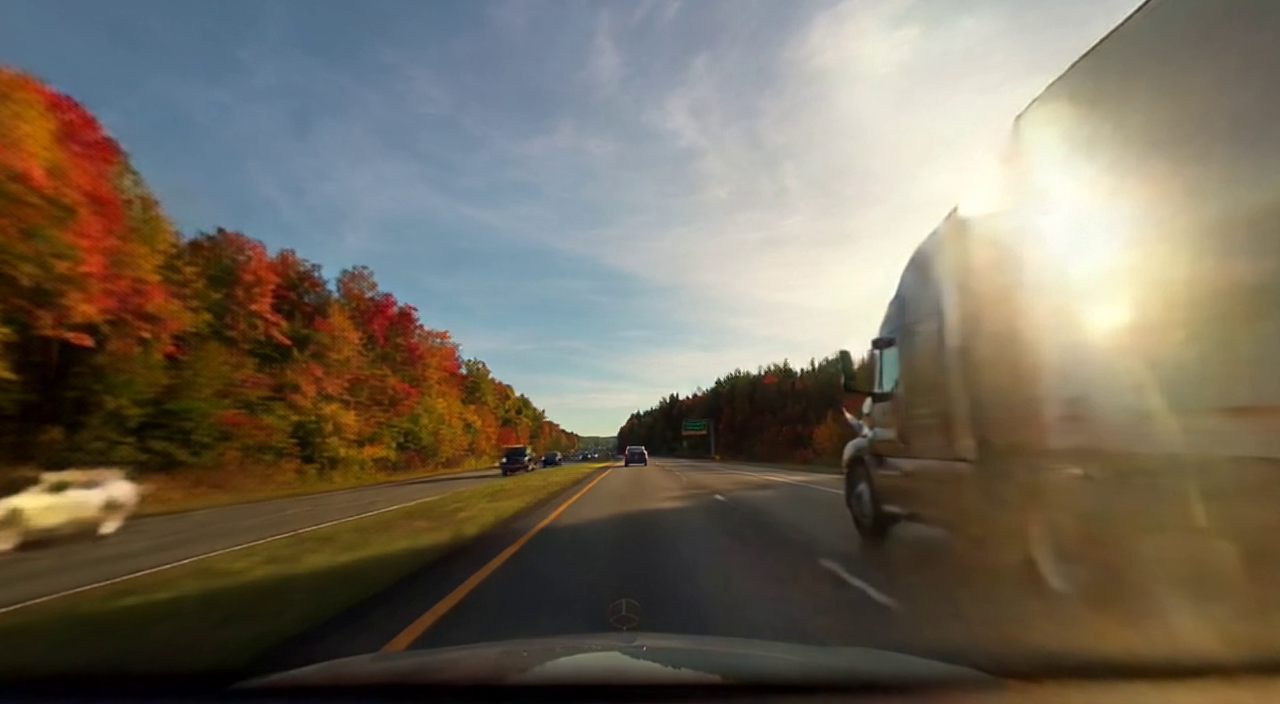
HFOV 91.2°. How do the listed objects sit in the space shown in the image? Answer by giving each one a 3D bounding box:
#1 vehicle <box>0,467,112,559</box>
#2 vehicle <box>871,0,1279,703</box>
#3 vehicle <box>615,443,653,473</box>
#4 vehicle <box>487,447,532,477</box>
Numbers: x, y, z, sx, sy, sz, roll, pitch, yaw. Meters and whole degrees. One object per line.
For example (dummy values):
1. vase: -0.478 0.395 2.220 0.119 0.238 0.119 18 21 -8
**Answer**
1. vehicle: -13.330 3.176 12.245 1.999 1.686 4.588 0 -9 0
2. vehicle: 4.602 -0.552 1.032 2.910 4.090 14.063 0 -9 -1
3. vehicle: -0.369 6.403 38.008 2.168 1.705 4.272 0 -9 -1
4. vehicle: -9.363 7.909 45.334 2.221 2.006 4.849 0 -9 0
